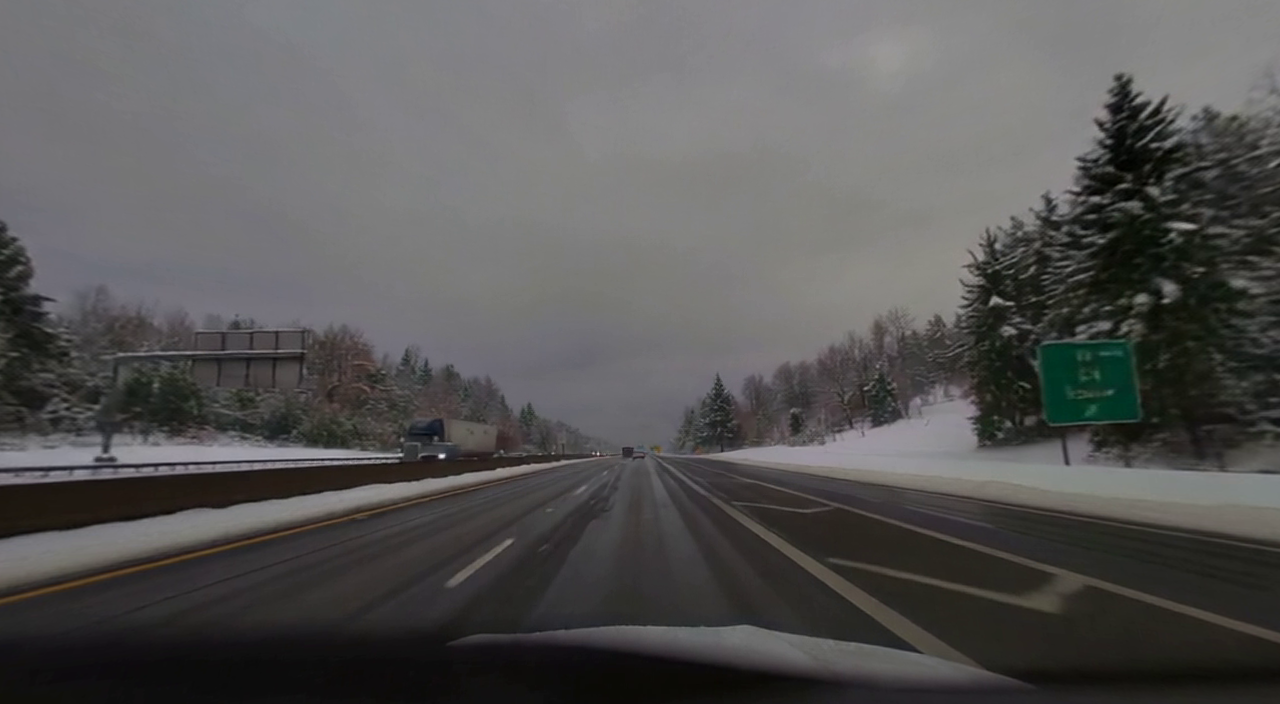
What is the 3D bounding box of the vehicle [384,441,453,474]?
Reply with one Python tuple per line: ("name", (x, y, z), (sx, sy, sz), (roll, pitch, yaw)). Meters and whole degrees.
("vehicle", (-12.216, 5.823, 35.065), (2.033, 1.695, 4.787), (0, -9, 1))
